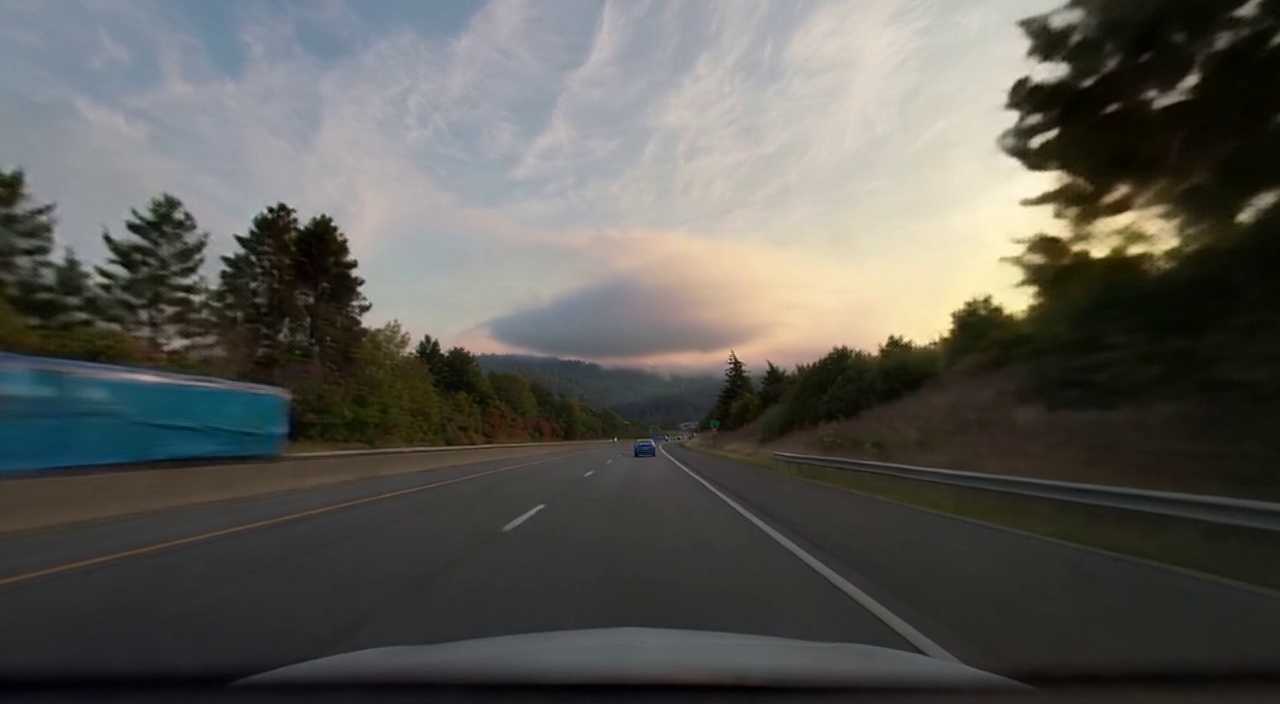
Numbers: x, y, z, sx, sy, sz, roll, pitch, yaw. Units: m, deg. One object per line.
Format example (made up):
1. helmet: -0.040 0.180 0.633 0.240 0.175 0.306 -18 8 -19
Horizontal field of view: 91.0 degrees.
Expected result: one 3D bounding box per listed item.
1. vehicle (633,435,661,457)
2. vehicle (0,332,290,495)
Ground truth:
1. vehicle: 0.546 7.265 48.757 2.058 1.649 3.942 0 -8 0
2. vehicle: -16.341 2.191 19.824 2.852 3.779 13.435 0 -8 0
